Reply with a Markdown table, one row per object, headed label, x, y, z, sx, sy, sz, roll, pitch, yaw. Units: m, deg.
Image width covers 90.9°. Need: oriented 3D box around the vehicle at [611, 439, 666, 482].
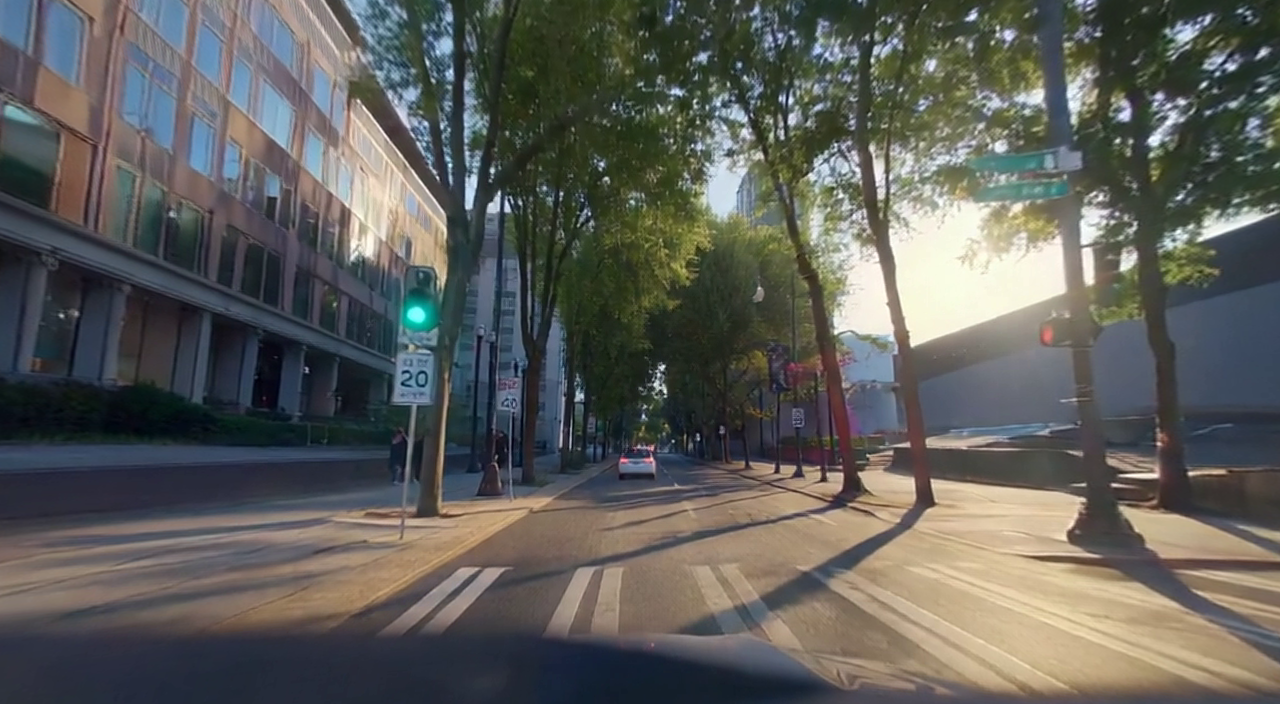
| label | x | y | z | sx | sy | sz | roll | pitch | yaw |
| --- | --- | --- | --- | --- | --- | --- | --- | --- | --- |
| vehicle | -0.090 | 4.431 | 25.933 | 2.079 | 1.621 | 3.861 | 0 | -9 | -1 |
